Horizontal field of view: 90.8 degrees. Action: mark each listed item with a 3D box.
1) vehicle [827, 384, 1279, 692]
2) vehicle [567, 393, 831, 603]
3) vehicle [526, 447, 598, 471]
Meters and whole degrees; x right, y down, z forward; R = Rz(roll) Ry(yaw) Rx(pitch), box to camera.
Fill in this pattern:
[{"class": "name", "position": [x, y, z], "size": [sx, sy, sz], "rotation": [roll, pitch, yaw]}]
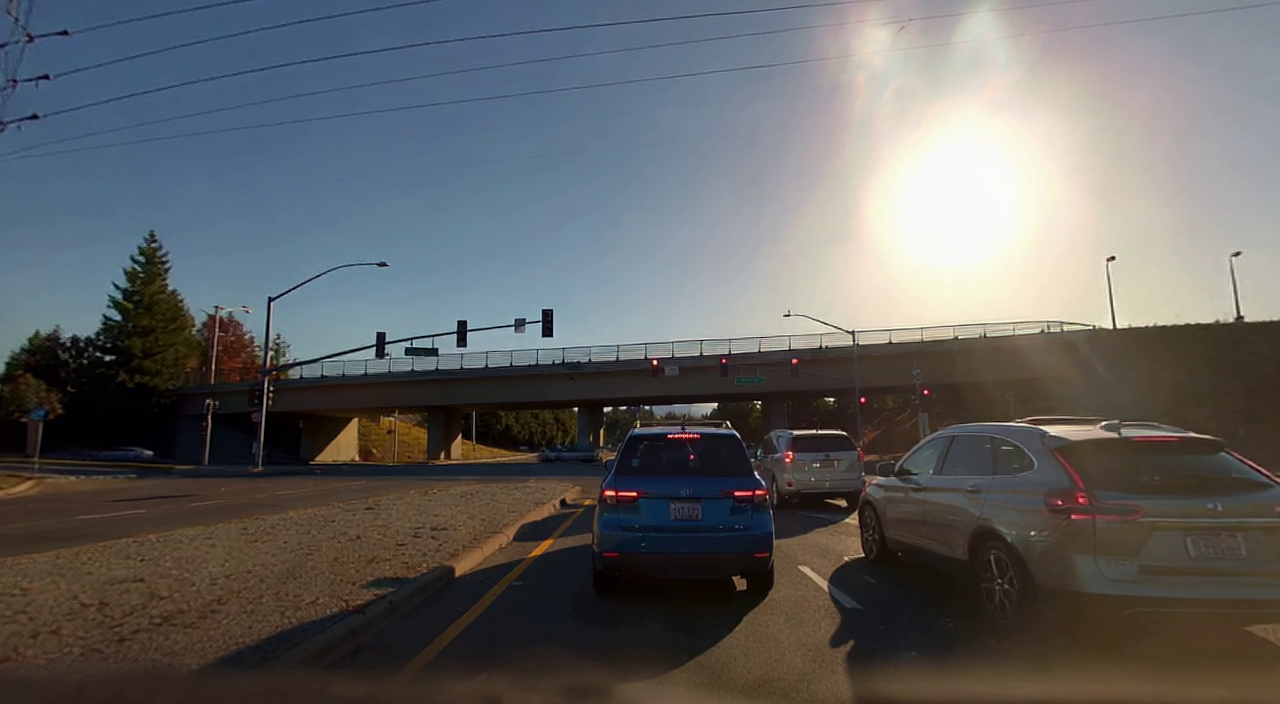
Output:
[{"class": "vehicle", "position": [3.405, 1.341, 5.786], "size": [1.990, 1.649, 4.625], "rotation": [0, -8, 0]}, {"class": "vehicle", "position": [0.448, 1.561, 7.624], "size": [2.240, 1.778, 4.335], "rotation": [0, -8, -1]}, {"class": "vehicle", "position": [-4.992, 6.777, 40.191], "size": [4.411, 1.466, 1.998], "rotation": [2, -9, -11]}]
